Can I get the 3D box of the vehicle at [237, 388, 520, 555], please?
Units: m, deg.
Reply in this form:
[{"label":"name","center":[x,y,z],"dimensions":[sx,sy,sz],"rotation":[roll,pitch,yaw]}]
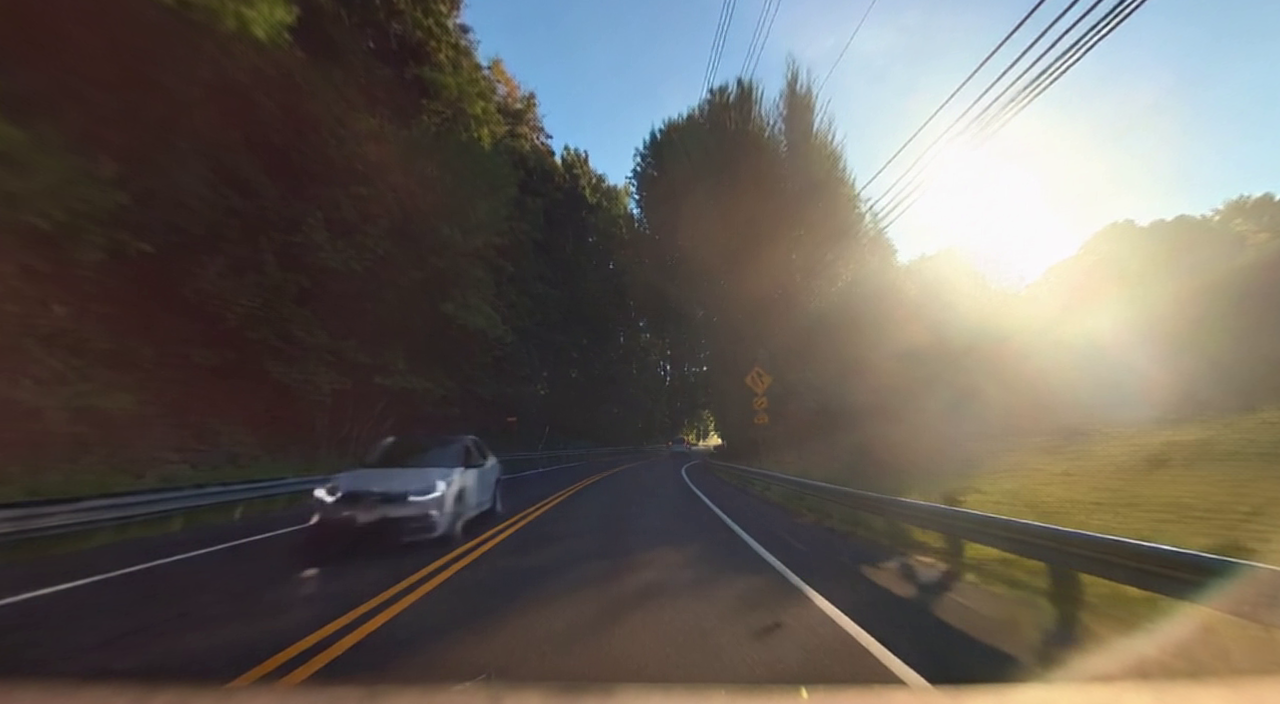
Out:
[{"label":"vehicle","center":[-3.645,1.822,10.201],"dimensions":[2.343,1.998,4.973],"rotation":[-1,-9,1]}]
